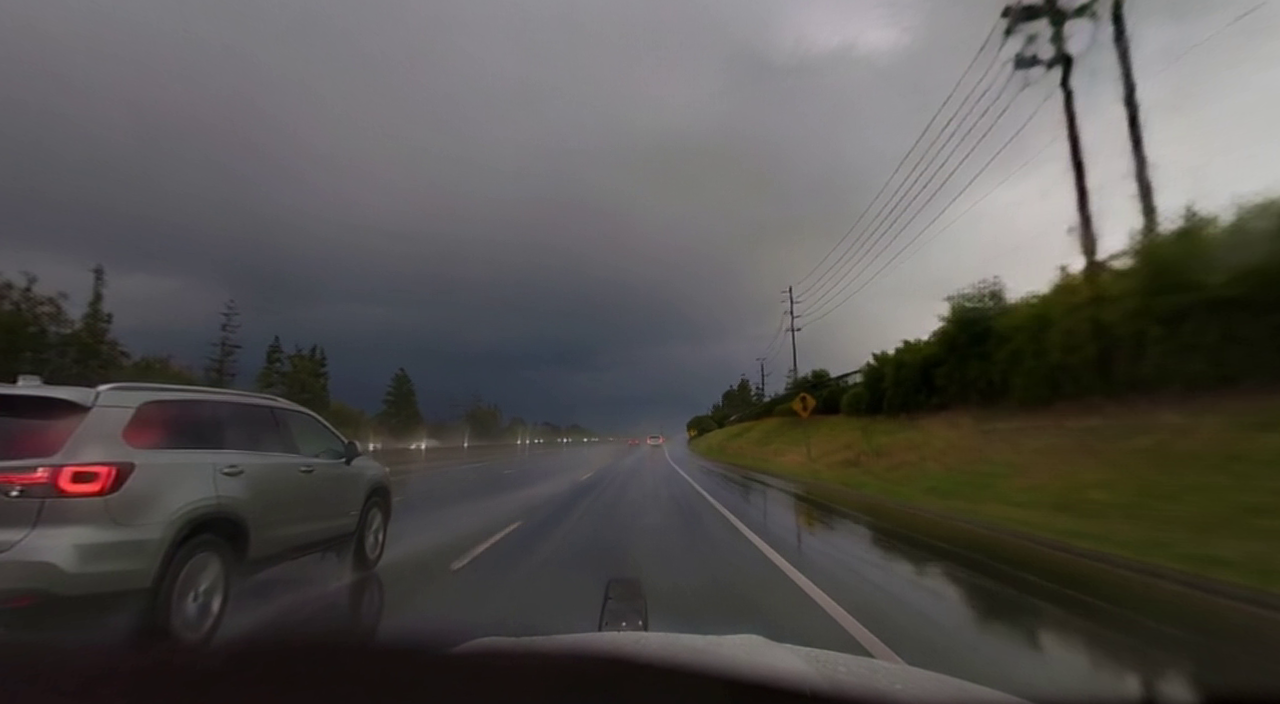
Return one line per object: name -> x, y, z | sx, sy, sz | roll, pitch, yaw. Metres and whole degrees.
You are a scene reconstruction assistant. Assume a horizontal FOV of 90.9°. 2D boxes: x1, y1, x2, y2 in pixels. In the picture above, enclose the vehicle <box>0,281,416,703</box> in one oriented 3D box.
vehicle -> -3.752, 1.001, 4.794 | 2.136, 1.975, 5.037 | -1, -8, 1
